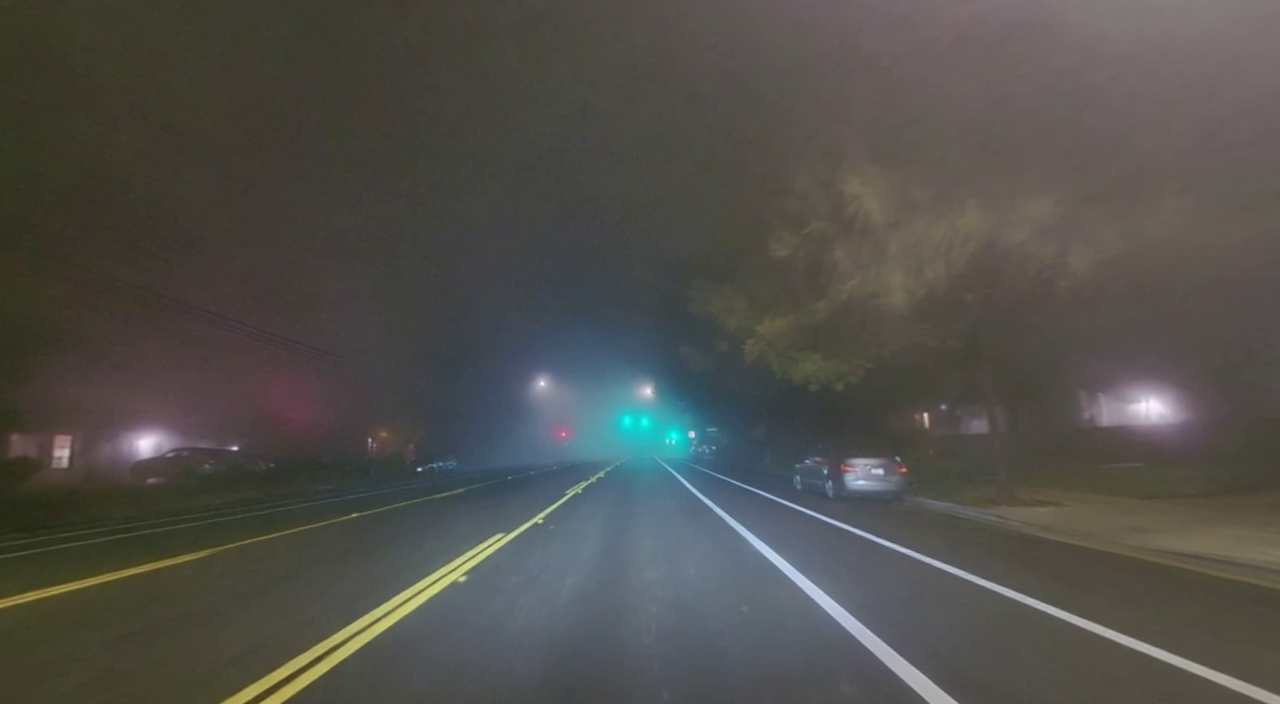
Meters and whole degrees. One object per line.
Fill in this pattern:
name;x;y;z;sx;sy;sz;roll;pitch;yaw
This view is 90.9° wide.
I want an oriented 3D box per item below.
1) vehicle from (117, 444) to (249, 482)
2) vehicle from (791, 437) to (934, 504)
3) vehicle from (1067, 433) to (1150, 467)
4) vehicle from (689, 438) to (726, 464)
vehicle;-21.657;5.271;30.022;4.610;1.721;2.019;0;-8;-1
vehicle;5.419;2.937;16.086;1.935;1.453;4.488;0;-8;-1
vehicle;22.835;4.760;30.890;1.783;1.494;3.909;-3;-8;14
vehicle;4.854;7.217;46.037;2.105;1.772;4.757;0;-8;-1
